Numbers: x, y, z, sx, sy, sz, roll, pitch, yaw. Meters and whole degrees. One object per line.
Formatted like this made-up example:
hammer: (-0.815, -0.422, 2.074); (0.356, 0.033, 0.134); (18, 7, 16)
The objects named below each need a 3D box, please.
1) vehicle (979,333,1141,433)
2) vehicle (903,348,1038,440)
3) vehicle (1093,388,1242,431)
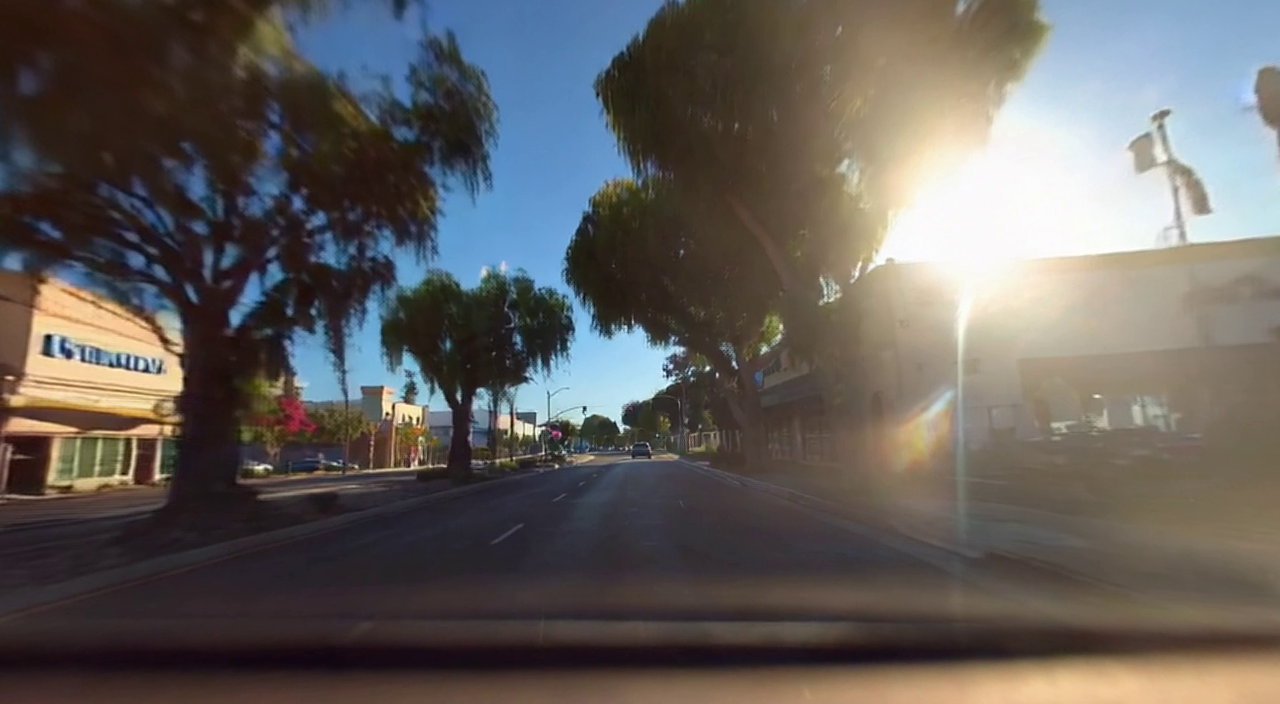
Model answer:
vehicle: (11.310, 1.008, 16.772); (5.186, 2.000, 2.226); (10, -13, -41)
vehicle: (10.517, 1.469, 19.863); (4.592, 2.160, 2.015); (11, -20, -41)
vehicle: (23.364, 2.605, 28.013); (4.630, 1.473, 1.702); (-5, -13, 17)
